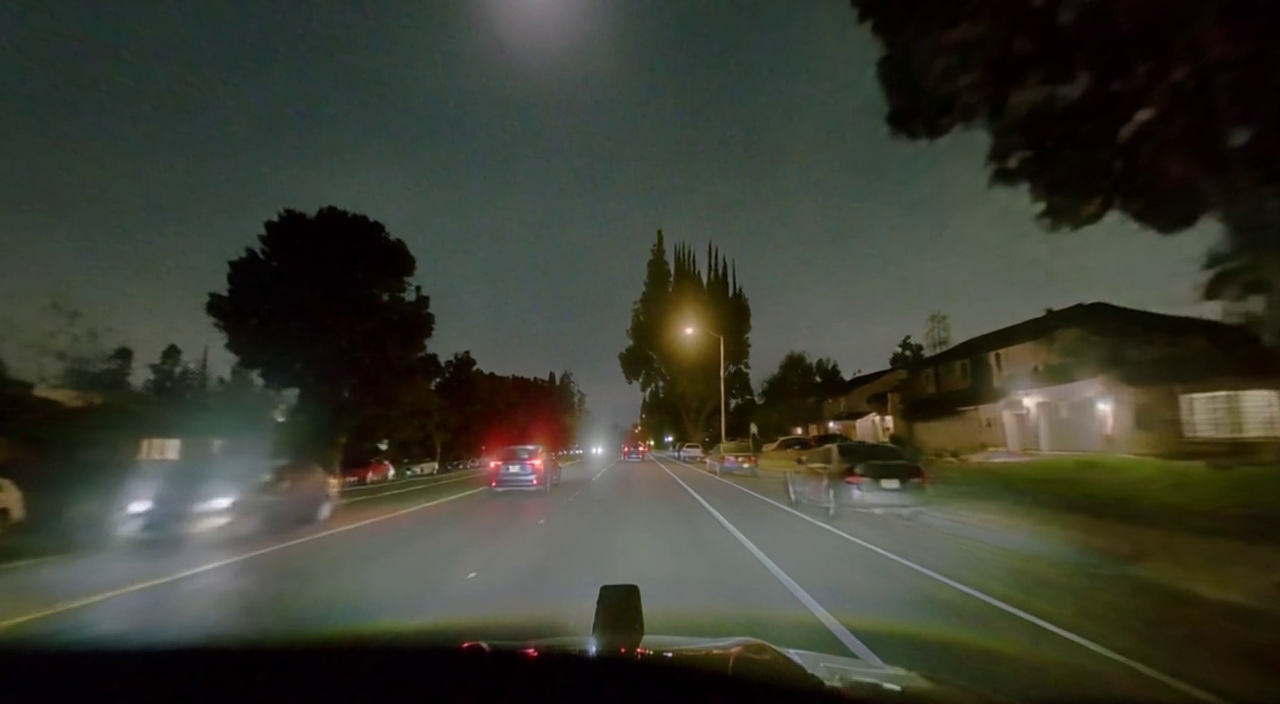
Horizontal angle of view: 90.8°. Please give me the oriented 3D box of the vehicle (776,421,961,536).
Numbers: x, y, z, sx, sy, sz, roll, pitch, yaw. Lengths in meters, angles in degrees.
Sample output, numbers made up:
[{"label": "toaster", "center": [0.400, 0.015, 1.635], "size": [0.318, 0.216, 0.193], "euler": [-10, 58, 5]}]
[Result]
[{"label": "vehicle", "center": [4.092, 2.338, 12.249], "size": [1.943, 1.788, 4.462], "euler": [0, -9, 1]}]

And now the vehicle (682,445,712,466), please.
[{"label": "vehicle", "center": [4.188, 7.723, 47.175], "size": [1.890, 1.459, 4.371], "euler": [0, -9, 0]}]

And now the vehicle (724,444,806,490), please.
[{"label": "vehicle", "center": [4.335, 4.082, 22.747], "size": [1.933, 1.463, 4.735], "euler": [0, -9, -1]}]

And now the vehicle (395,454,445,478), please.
[{"label": "vehicle", "center": [-14.633, 7.590, 42.272], "size": [1.847, 1.494, 4.189], "euler": [0, -9, -1]}]

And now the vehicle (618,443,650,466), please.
[{"label": "vehicle", "center": [-0.407, 6.985, 43.276], "size": [2.088, 1.495, 4.048], "euler": [0, -9, -1]}]

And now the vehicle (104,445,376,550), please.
[{"label": "vehicle", "center": [-6.661, 2.421, 11.305], "size": [1.944, 1.466, 4.487], "euler": [0, -9, -1]}]

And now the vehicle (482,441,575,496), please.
[{"label": "vehicle", "center": [-3.280, 3.529, 19.559], "size": [2.027, 1.477, 4.413], "euler": [0, -9, 1]}]
